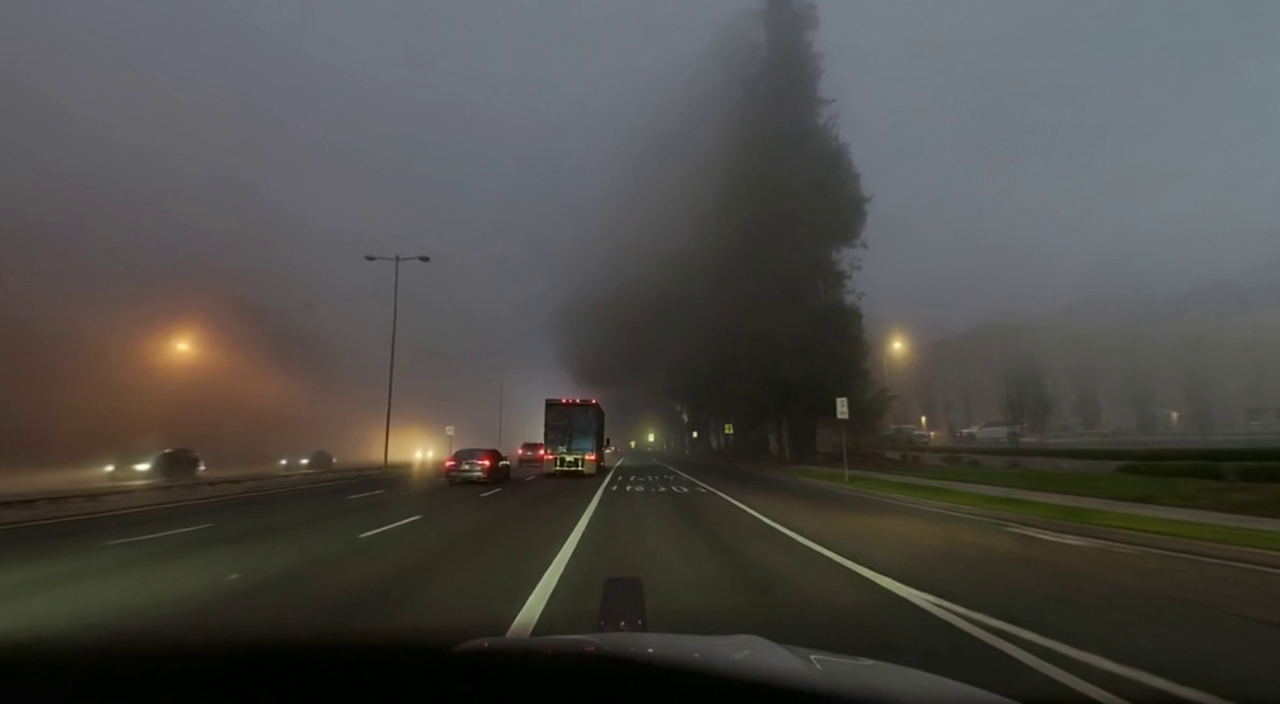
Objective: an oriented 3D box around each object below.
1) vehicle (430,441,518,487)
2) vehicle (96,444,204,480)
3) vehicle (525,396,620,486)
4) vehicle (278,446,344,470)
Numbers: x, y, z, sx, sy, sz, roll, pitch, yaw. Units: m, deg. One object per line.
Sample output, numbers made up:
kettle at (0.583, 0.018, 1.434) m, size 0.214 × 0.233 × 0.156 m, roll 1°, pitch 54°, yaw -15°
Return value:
vehicle at (-5.804, 3.956, 22.471) m, size 2.023 × 1.483 × 4.143 m, roll 0°, pitch -9°, yaw 0°
vehicle at (-25.486, 5.735, 32.931) m, size 1.937 × 1.706 × 4.617 m, roll 0°, pitch -9°, yaw 0°
vehicle at (-2.411, 3.561, 24.901) m, size 2.993 × 3.051 × 6.692 m, roll 0°, pitch -9°, yaw 0°
vehicle at (-21.987, 7.107, 42.175) m, size 1.887 × 1.488 × 4.759 m, roll 0°, pitch -9°, yaw 0°
